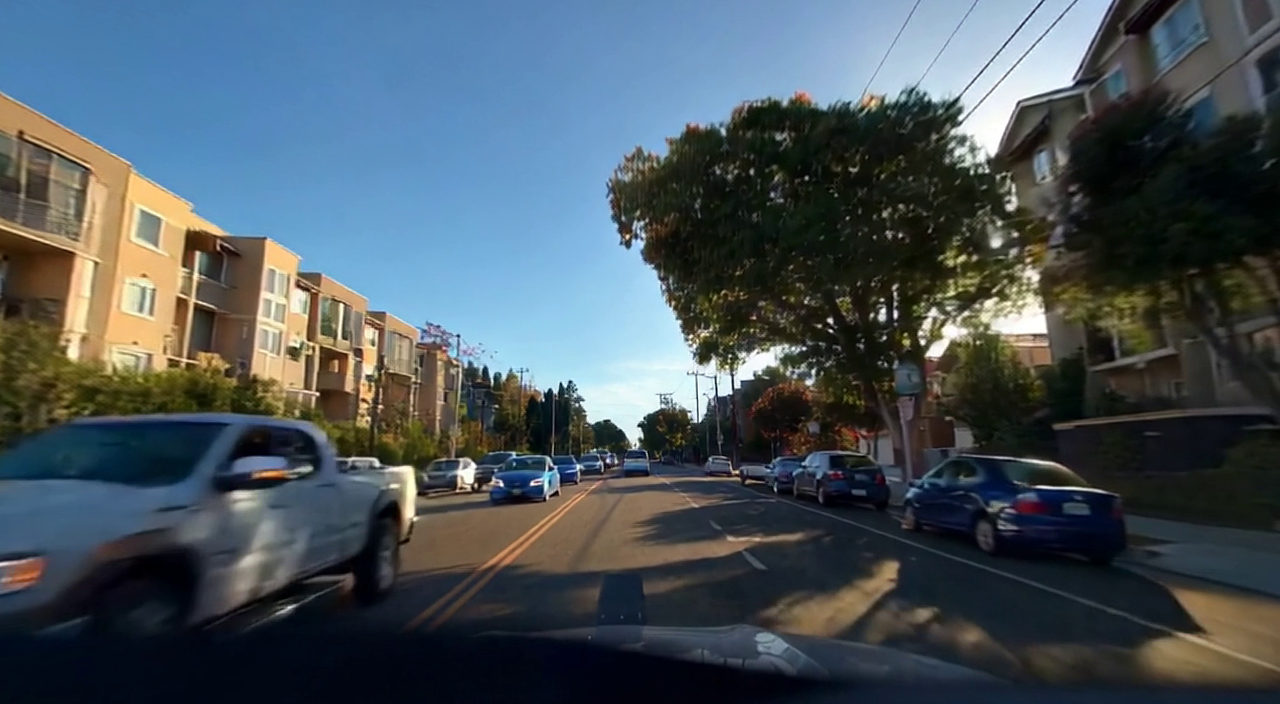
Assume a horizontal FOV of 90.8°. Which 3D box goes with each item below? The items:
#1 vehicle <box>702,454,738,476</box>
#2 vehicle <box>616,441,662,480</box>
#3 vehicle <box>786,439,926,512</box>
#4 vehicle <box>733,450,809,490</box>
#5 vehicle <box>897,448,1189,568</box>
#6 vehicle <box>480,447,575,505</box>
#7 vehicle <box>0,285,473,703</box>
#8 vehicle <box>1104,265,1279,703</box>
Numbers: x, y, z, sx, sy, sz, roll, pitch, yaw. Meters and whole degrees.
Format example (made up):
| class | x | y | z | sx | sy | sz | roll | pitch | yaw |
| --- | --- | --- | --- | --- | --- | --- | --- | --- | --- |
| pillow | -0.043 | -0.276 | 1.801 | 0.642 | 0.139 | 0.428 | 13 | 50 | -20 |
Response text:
| class | x | y | z | sx | sy | sz | roll | pitch | yaw |
| --- | --- | --- | --- | --- | --- | --- | --- | --- | --- |
| vehicle | 5.922 | 8.400 | 47.312 | 1.943 | 1.490 | 4.783 | 0 | -9 | -2 |
| vehicle | -0.008 | 5.781 | 34.080 | 2.308 | 1.940 | 4.125 | 0 | -8 | 1 |
| vehicle | 6.203 | 3.582 | 18.963 | 2.211 | 1.884 | 5.031 | 0 | -9 | -3 |
| vehicle | 6.182 | 5.641 | 30.645 | 2.350 | 1.706 | 5.901 | 0 | -9 | -1 |
| vehicle | 6.243 | 2.407 | 10.612 | 1.964 | 1.550 | 4.424 | 0 | -9 | 0 |
| vehicle | -3.215 | 3.619 | 18.970 | 1.972 | 1.498 | 4.304 | 0 | -8 | 2 |
| vehicle | -2.665 | 1.022 | 3.570 | 2.167 | 1.761 | 4.584 | 0 | -8 | 0 |
| vehicle | 3.029 | 0.435 | 0.239 | 2.027 | 1.907 | 4.736 | 0 | -8 | -1 |
